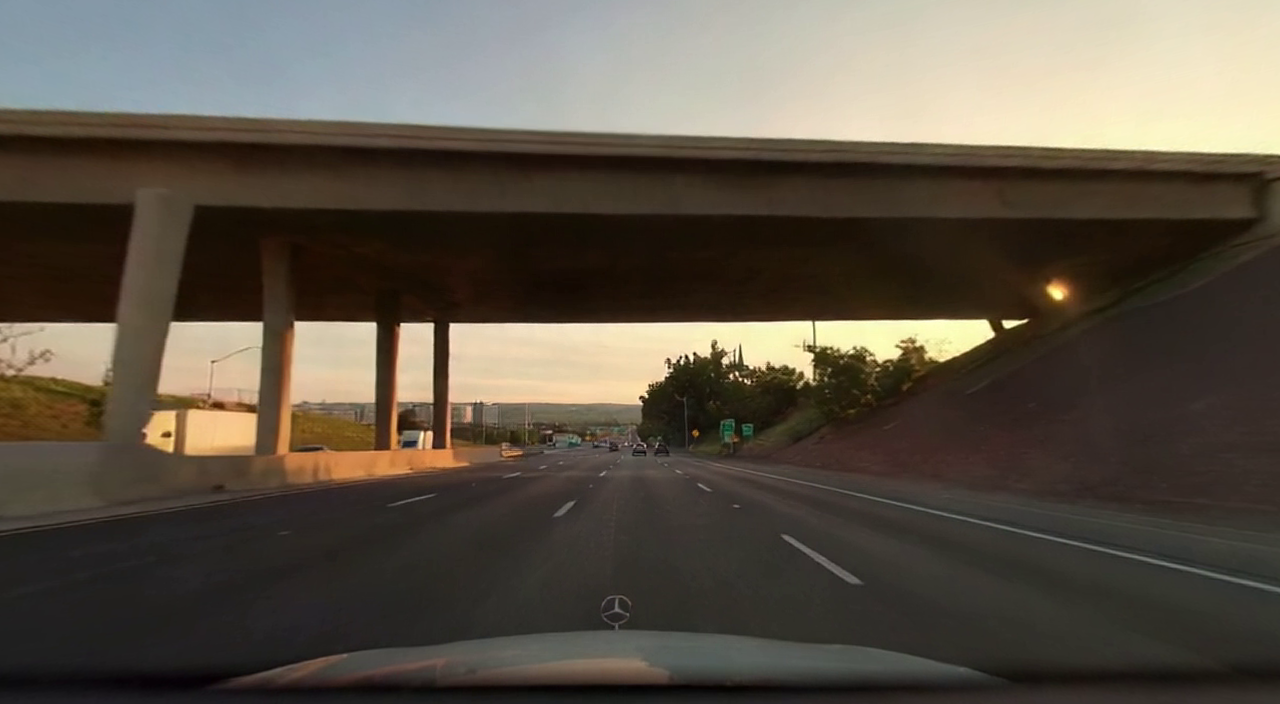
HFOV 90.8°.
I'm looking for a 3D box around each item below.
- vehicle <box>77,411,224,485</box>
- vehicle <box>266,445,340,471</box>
[{"bbox_3d":[-32.530,6.436,42.636,3.007,4.466,8.393,0,-8,0],"label":"vehicle"},{"bbox_3d":[-25.144,7.888,47.401,2.288,1.814,5.849,0,-8,1],"label":"vehicle"}]
